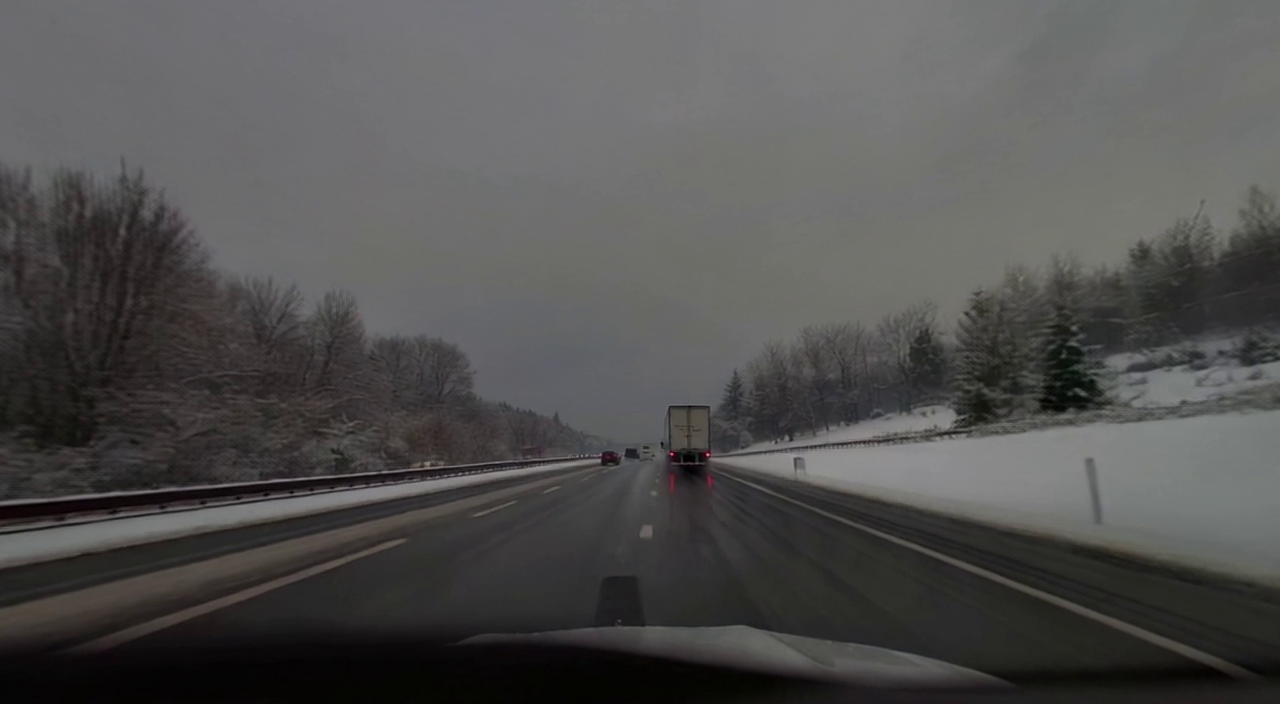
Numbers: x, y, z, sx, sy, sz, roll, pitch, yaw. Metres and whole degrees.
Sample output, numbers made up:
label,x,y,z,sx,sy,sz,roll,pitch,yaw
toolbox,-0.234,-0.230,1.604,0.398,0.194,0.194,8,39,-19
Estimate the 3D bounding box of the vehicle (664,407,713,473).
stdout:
label,x,y,z,sx,sy,sz,roll,pitch,yaw
vehicle,3.215,6.526,45.659,2.901,4.032,14.338,0,-9,2
